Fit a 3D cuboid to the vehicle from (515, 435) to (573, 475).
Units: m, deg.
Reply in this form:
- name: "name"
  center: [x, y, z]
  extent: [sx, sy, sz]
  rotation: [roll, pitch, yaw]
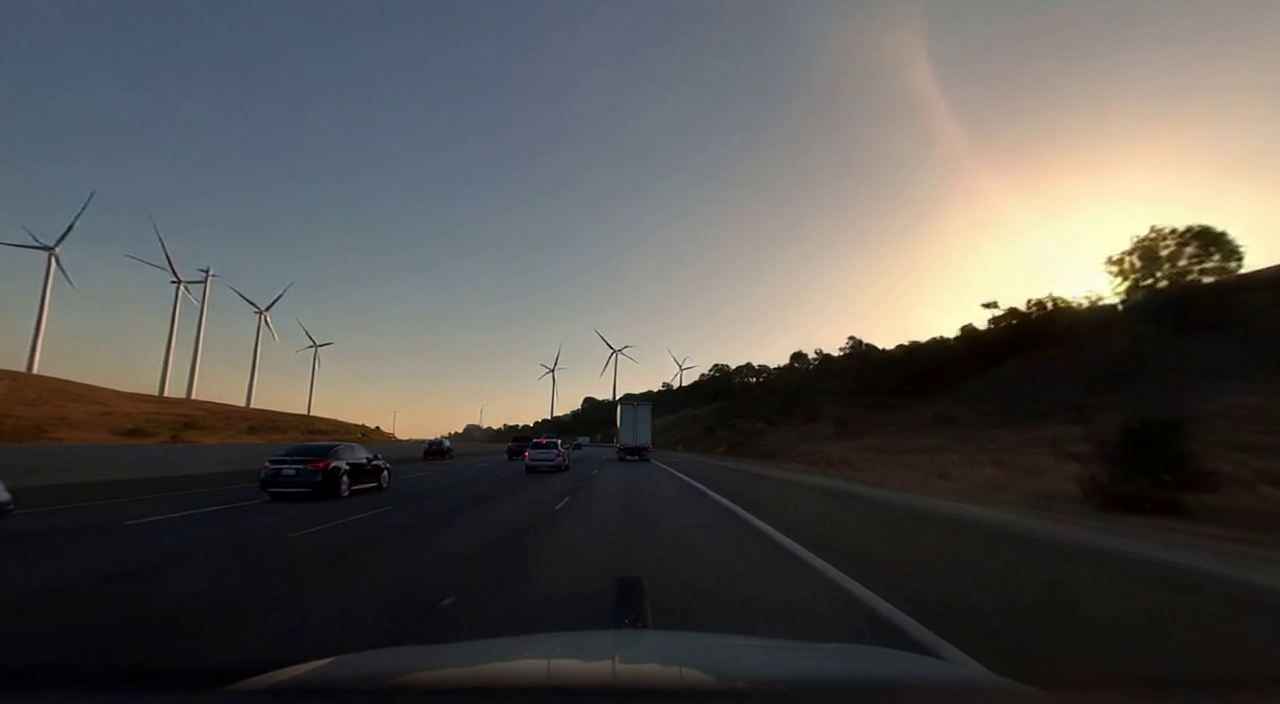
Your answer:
- name: "vehicle"
  center: [-4.272, 4.627, 28.525]
  extent: [2.109, 1.684, 3.783]
  rotation: [0, -8, -1]

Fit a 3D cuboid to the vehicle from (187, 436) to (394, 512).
- name: "vehicle"
  center: [-7.911, 2.777, 14.897]
  extent: [2.271, 1.488, 4.597]
  rotation: [0, -8, 0]

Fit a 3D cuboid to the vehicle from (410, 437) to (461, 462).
- name: "vehicle"
  center: [-15.985, 7.624, 49.453]
  extent: [2.285, 1.835, 5.672]
  rotation: [0, -8, -3]
